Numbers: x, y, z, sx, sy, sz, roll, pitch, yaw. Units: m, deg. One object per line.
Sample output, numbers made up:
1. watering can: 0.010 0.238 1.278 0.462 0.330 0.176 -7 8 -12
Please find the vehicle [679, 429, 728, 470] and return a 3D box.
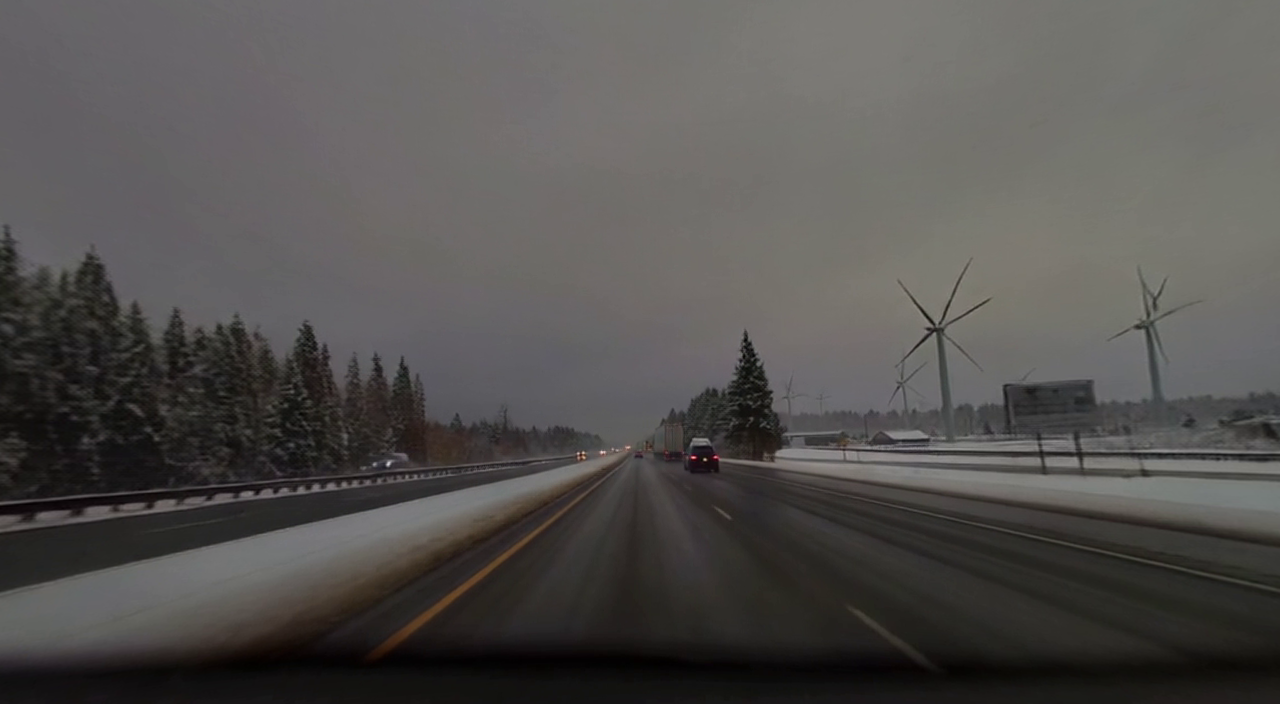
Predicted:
1. vehicle: 4.295 6.740 43.514 2.609 2.648 5.397 0 -9 -2
